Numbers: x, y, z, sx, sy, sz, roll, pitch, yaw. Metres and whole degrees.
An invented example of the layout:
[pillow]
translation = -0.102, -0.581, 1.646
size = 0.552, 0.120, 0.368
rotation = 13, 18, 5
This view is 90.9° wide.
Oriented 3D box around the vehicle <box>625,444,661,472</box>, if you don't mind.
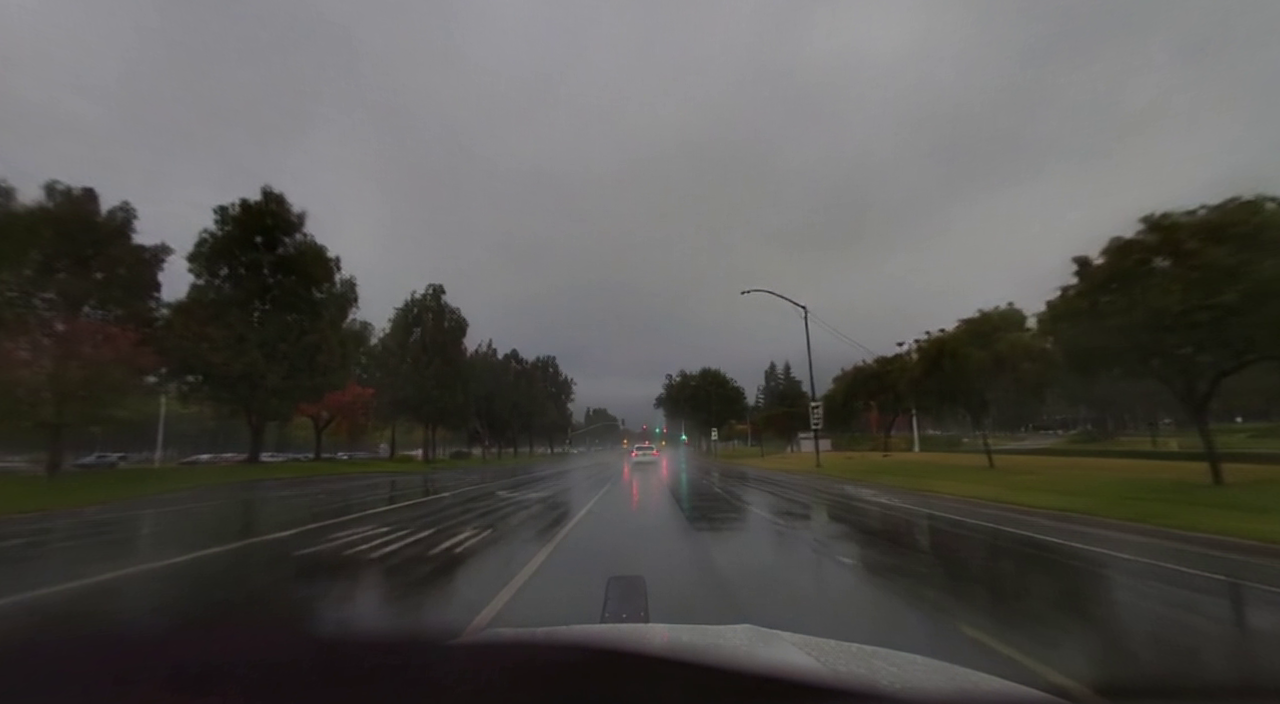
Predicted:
[vehicle]
translation = 0.105, 6.095, 36.657
size = 1.978, 1.499, 3.915
rotation = 0, -8, -1
